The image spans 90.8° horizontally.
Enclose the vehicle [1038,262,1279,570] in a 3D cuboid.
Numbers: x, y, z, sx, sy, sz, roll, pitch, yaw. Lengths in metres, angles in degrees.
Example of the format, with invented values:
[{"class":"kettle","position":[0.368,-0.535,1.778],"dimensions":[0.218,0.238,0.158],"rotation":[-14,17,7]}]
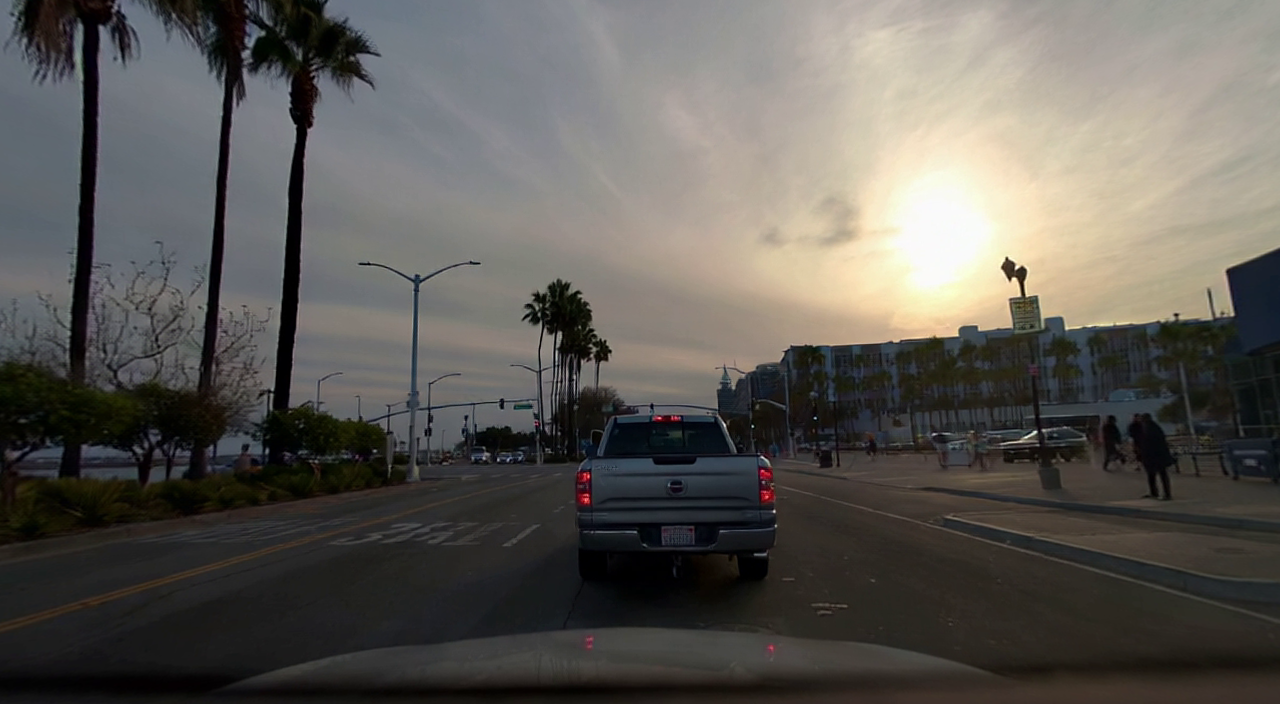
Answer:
[{"class":"vehicle","position":[7.894,0.893,8.600],"dimensions":[2.666,3.345,3.622],"rotation":[-1,-9,7]}]

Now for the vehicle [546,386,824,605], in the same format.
[{"class":"vehicle","position":[0.407,1.589,7.992],"dimensions":[2.311,1.819,5.255],"rotation":[0,-8,1]}]
